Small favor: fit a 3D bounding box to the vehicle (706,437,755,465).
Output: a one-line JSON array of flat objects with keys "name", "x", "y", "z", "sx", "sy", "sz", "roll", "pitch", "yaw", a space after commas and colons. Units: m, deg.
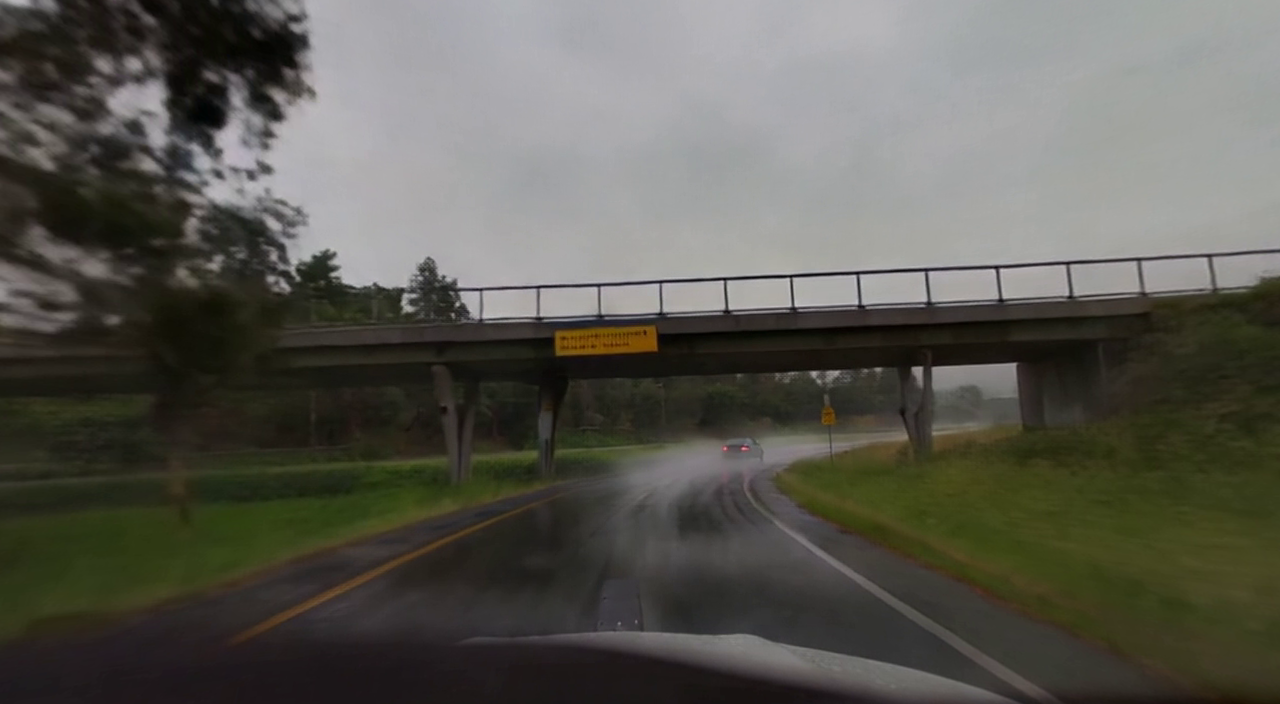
[{"name": "vehicle", "x": 5.116, "y": 5.532, "z": 35.135, "sx": 1.980, "sy": 1.449, "sz": 3.650, "roll": -4, "pitch": -9, "yaw": 20}]
